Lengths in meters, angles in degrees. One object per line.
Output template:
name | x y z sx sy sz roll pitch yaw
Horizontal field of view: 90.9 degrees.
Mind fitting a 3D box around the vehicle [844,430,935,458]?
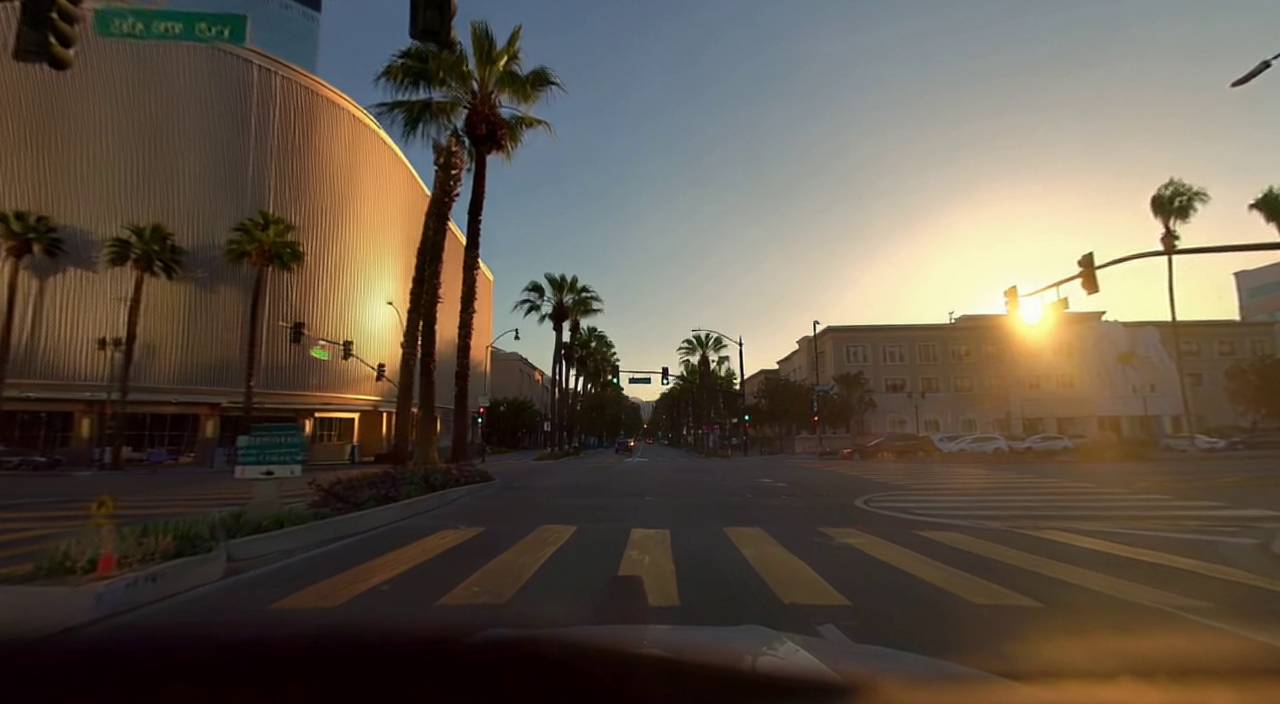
vehicle | 15.024 5.569 38.090 4.648 1.665 1.910 0 -8 0

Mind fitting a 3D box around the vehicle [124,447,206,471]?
vehicle | -33.061 7.441 43.928 4.136 1.661 1.857 0 -8 0

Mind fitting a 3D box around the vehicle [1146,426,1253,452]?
vehicle | 33.210 5.195 37.492 4.567 1.458 1.791 0 -8 0

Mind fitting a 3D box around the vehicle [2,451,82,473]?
vehicle | -41.649 7.658 43.945 3.698 1.467 1.779 0 -8 1

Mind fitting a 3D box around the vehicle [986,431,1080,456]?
vehicle | 23.540 5.492 37.847 4.423 1.465 1.798 0 -8 1

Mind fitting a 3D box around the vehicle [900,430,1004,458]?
vehicle | 16.938 5.017 34.375 4.684 1.461 1.777 0 -8 -1
